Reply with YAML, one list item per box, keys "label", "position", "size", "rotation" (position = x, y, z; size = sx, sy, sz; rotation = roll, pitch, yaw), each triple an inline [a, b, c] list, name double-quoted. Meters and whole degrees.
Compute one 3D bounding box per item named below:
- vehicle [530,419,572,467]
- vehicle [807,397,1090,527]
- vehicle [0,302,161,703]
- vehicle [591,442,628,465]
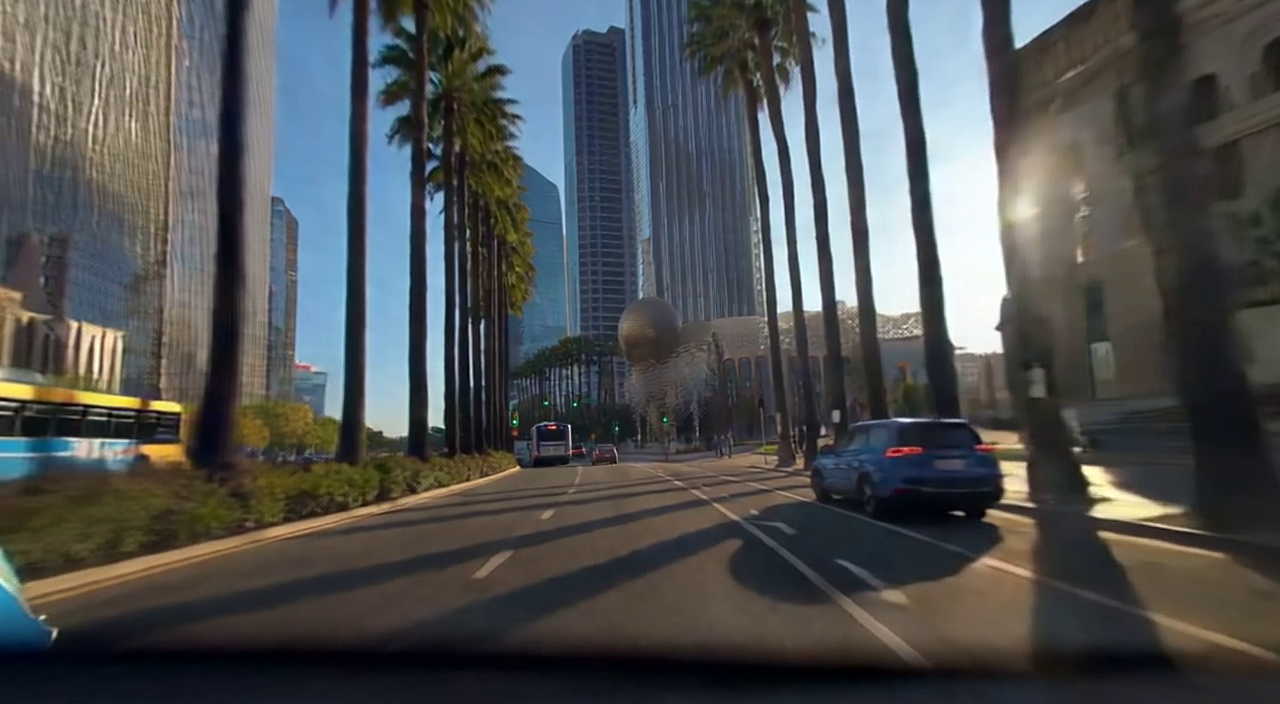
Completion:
- label: "vehicle"
  position: [-6.300, 6.526, 45.164]
  size: [2.678, 3.042, 8.474]
  rotation: [1, -8, -7]
- label: "vehicle"
  position: [5.177, 1.970, 11.816]
  size: [2.212, 1.854, 5.419]
  rotation: [0, -8, -4]
- label: "vehicle"
  position: [-3.475, 0.491, 0.659]
  size: [2.120, 1.826, 4.737]
  rotation: [0, -8, 1]
- label: "vehicle"
  position: [-2.097, 6.779, 42.299]
  size: [2.107, 1.481, 4.097]
  rotation: [1, -8, -8]
